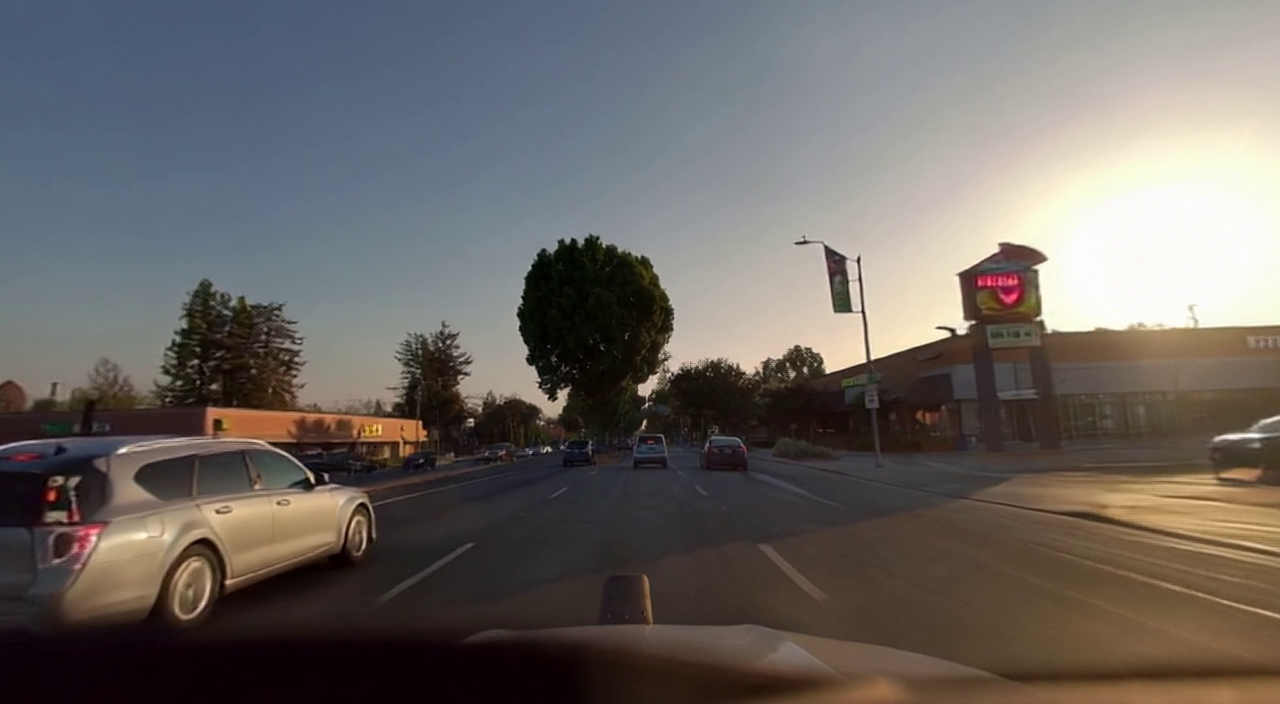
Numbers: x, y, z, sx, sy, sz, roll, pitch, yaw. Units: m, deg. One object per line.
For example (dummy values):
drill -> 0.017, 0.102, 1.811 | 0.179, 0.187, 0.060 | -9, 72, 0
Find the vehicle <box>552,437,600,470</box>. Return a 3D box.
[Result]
vehicle -> -3.420, 5.520, 34.431 | 2.026, 1.665, 4.193 | 0, -8, 2

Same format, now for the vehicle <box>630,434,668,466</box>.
vehicle -> 0.524, 5.984, 38.578 | 2.193, 1.873, 4.033 | 0, -8, 0

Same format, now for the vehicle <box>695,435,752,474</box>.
vehicle -> 3.584, 4.471, 27.634 | 1.922, 1.579, 3.642 | 0, -8, -1

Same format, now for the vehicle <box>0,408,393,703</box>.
vehicle -> -3.921, 1.338, 5.225 | 1.908, 1.481, 4.351 | 0, -8, 1
